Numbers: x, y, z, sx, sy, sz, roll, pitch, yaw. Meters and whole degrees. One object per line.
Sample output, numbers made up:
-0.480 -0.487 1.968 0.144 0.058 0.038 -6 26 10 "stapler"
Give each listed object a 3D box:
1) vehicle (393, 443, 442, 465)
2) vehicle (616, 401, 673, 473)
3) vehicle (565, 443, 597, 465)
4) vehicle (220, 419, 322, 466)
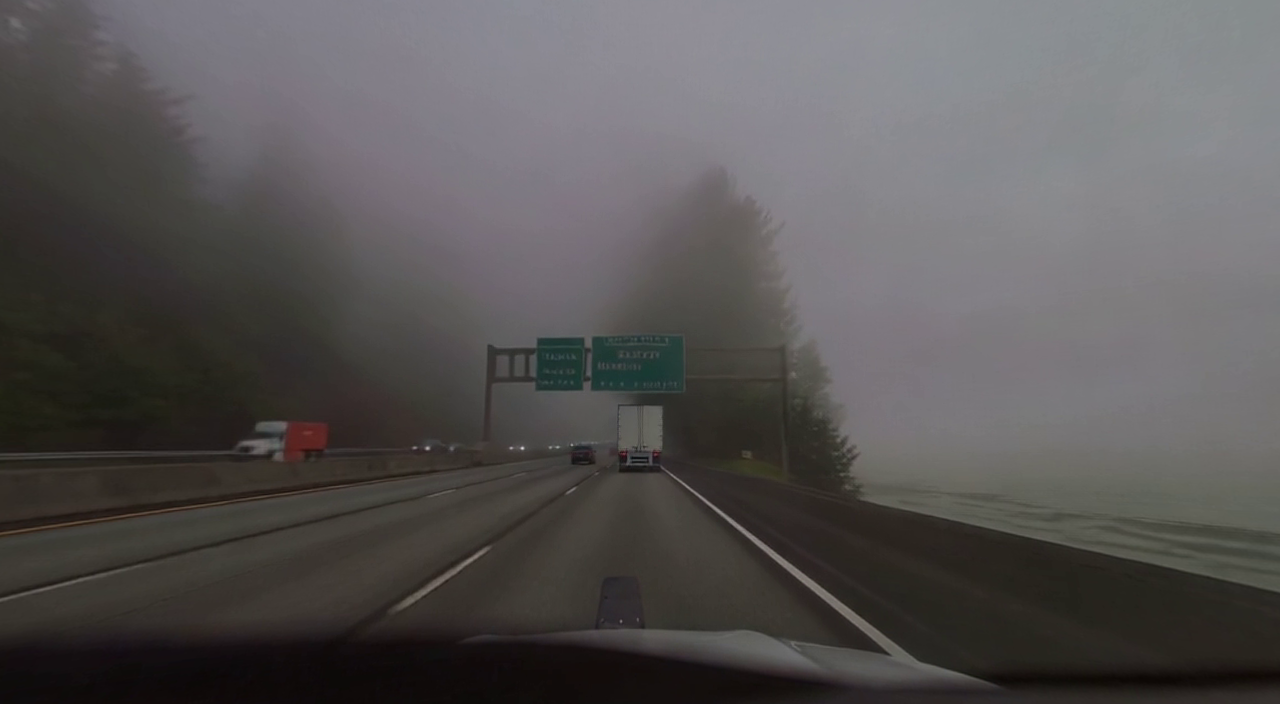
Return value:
-16.056 7.394 45.747 1.897 1.464 4.483 0 -9 1 "vehicle"
0.081 5.458 39.410 2.976 3.800 12.335 0 -9 -1 "vehicle"
-4.368 7.653 47.178 1.964 1.556 4.071 0 -9 0 "vehicle"
-23.082 5.783 39.961 2.236 2.690 6.941 0 -9 0 "vehicle"
